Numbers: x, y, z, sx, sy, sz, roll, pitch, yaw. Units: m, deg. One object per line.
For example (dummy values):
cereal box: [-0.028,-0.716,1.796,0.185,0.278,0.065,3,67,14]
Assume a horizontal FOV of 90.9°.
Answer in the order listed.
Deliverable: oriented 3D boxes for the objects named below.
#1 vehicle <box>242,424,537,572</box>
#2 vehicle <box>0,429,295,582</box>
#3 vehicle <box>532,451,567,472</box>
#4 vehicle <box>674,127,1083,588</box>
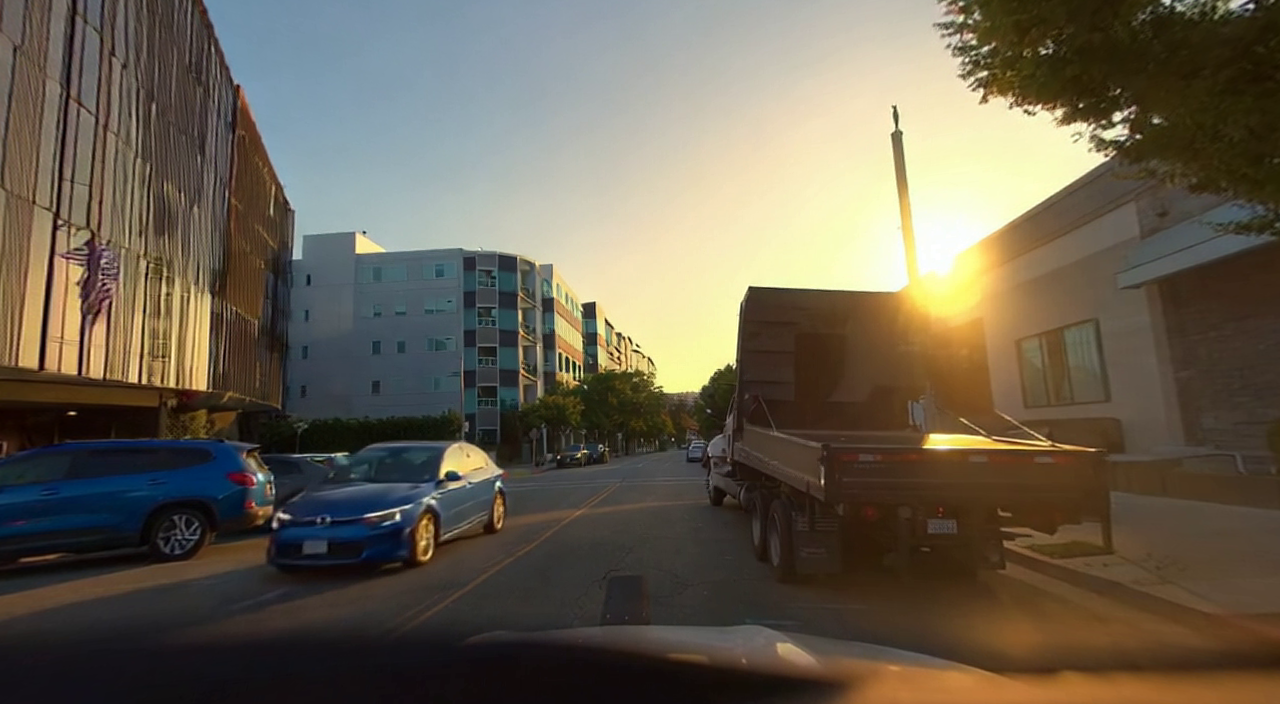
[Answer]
vehicle: [-3.190,1.958,9.360,2.311,1.631,4.510,0,-8,3]
vehicle: [-8.158,2.099,9.166,5.022,1.872,2.137,7,-11,-41]
vehicle: [-7.053,8.523,49.333,1.798,1.459,4.306,-1,-8,4]
vehicle: [2.527,0.792,11.303,3.320,4.034,11.553,-1,-8,5]
